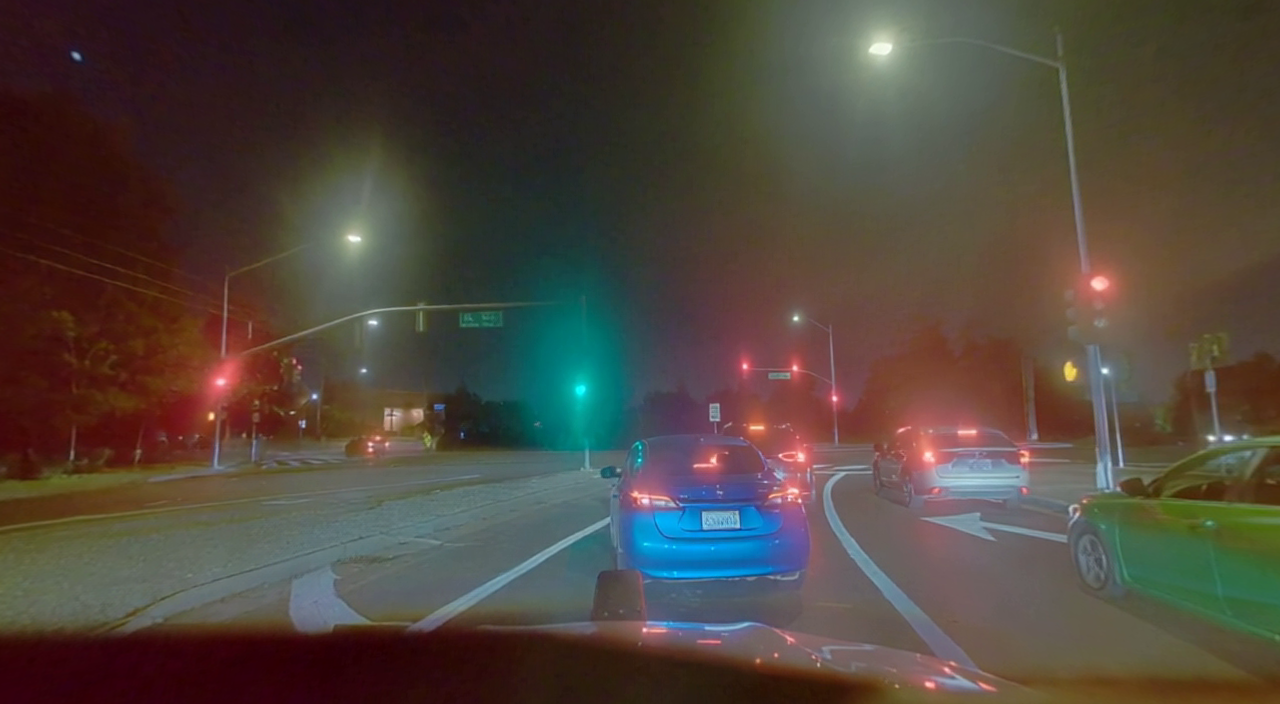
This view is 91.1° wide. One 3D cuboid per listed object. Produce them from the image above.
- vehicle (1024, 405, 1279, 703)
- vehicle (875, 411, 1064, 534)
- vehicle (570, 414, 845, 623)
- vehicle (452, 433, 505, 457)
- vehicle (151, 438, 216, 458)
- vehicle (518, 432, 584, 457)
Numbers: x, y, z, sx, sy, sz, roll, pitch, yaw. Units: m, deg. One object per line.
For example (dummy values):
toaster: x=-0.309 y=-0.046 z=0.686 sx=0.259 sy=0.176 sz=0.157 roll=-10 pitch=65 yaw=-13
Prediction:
vehicle: x=4.249 y=1.061 z=3.367 sx=1.954 sy=1.508 sz=4.441 roll=-1 pitch=-8 yaw=6
vehicle: x=5.547 y=2.045 z=11.286 sx=2.102 sy=1.717 sz=4.373 roll=-2 pitch=-9 yaw=16
vehicle: x=0.863 y=1.499 z=6.687 sx=2.052 sy=1.483 sz=3.928 roll=-2 pitch=-8 yaw=12
vehicle: x=-12.435 y=7.128 z=48.200 sx=1.972 sy=1.705 sz=4.457 roll=8 pitch=-11 yaw=-44
vehicle: x=-35.352 y=7.445 z=48.657 sx=1.652 sy=1.433 sz=3.733 roll=-7 pitch=-11 yaw=40
vehicle: x=-5.941 y=6.109 z=41.549 sx=1.932 sy=1.573 sz=4.509 roll=8 pitch=-12 yaw=-44
